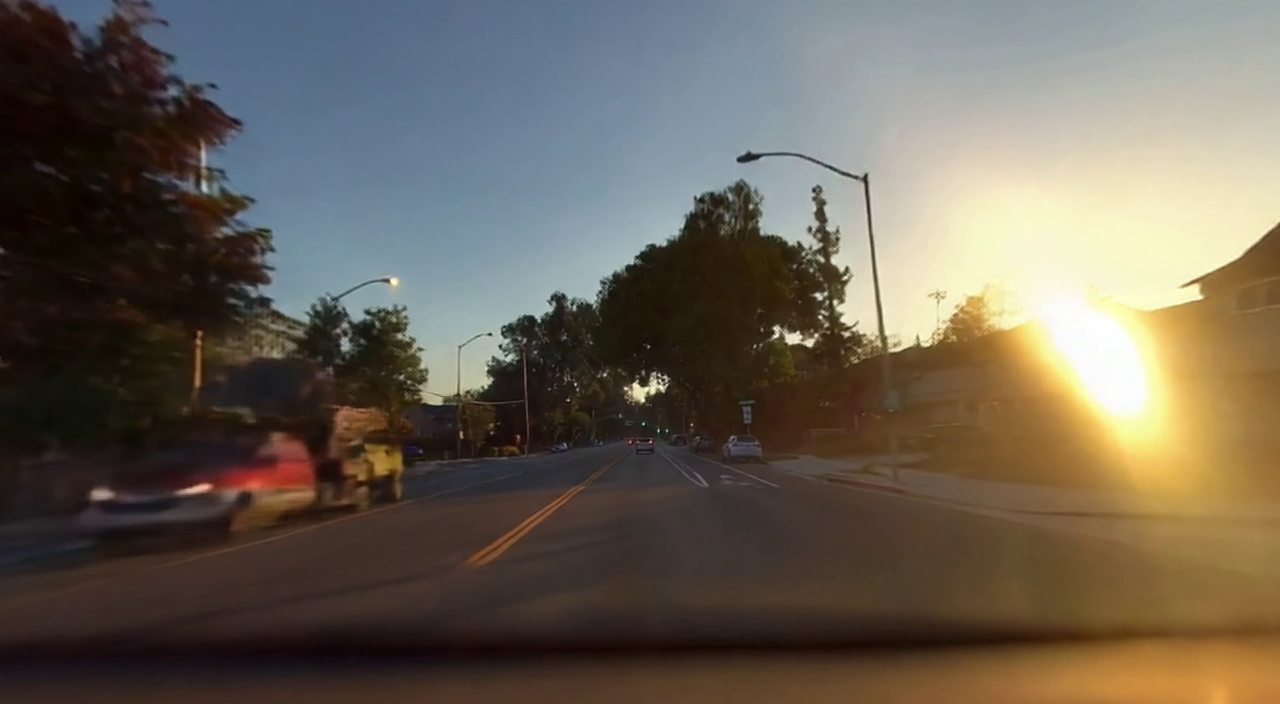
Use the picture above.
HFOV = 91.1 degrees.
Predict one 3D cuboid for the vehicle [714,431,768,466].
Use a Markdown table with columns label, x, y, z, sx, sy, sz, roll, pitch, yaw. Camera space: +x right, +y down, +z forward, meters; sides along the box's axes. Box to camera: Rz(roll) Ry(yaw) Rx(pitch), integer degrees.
| label | x | y | z | sx | sy | sz | roll | pitch | yaw |
| --- | --- | --- | --- | --- | --- | --- | --- | --- | --- |
| vehicle | 5.395 | 5.217 | 34.125 | 2.140 | 1.739 | 4.721 | 0 | -8 | 0 |

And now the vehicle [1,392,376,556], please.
| label | x | y | z | sx | sy | sz | roll | pitch | yaw |
| --- | --- | --- | --- | --- | --- | --- | --- | --- | --- |
| vehicle | -7.652 | 2.160 | 11.977 | 2.413 | 2.267 | 6.252 | 0 | -8 | 1 |

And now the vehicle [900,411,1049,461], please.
| label | x | y | z | sx | sy | sz | roll | pitch | yaw |
| --- | --- | --- | --- | --- | --- | --- | --- | --- | --- |
| vehicle | 13.400 | 3.398 | 25.347 | 4.674 | 1.557 | 2.288 | -4 | -8 | -6 |
